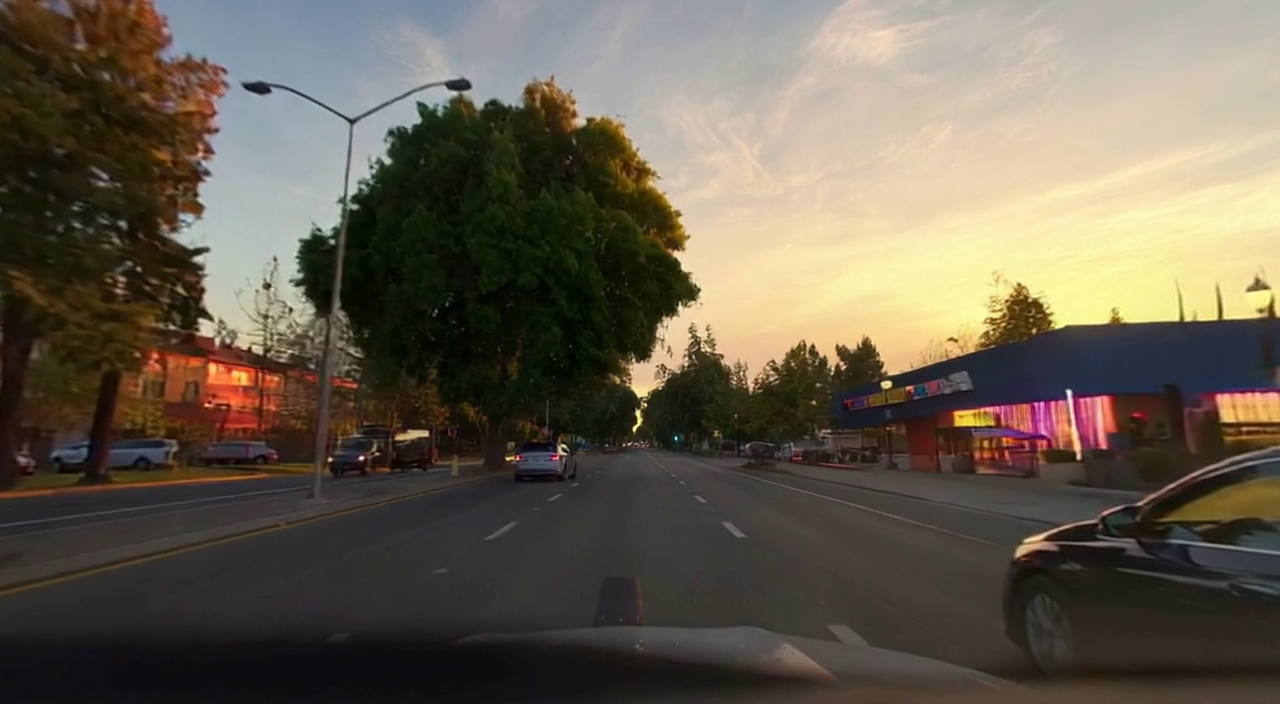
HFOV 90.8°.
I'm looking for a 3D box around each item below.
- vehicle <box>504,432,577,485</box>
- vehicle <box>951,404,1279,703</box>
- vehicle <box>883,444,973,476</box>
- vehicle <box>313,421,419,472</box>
[{"bbox_3d":[-3.634,3.979,23.889,1.997,1.806,4.500,0,-9,1],"label":"vehicle"},{"bbox_3d":[3.375,0.950,2.359,1.975,1.502,4.787,0,-9,0],"label":"vehicle"},{"bbox_3d":[16.864,6.354,37.179,4.318,1.733,1.901,-1,-9,-1],"label":"vehicle"},{"bbox_3d":[-20.402,7.181,48.110,3.171,3.397,10.694,0,-9,1],"label":"vehicle"}]
